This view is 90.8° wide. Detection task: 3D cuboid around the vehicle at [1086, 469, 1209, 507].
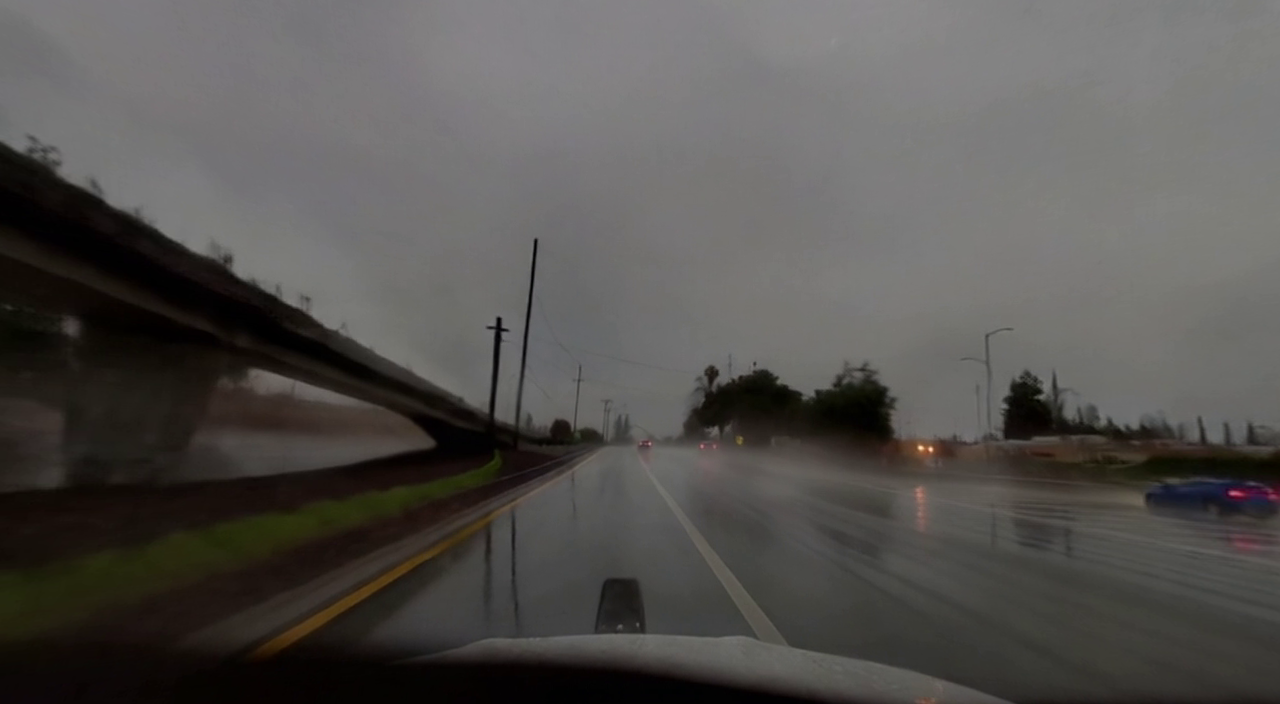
[{"bbox_3d":[22.638,6.091,28.435,1.789,1.539,4.303,1,-12,-3],"label":"vehicle"}]
